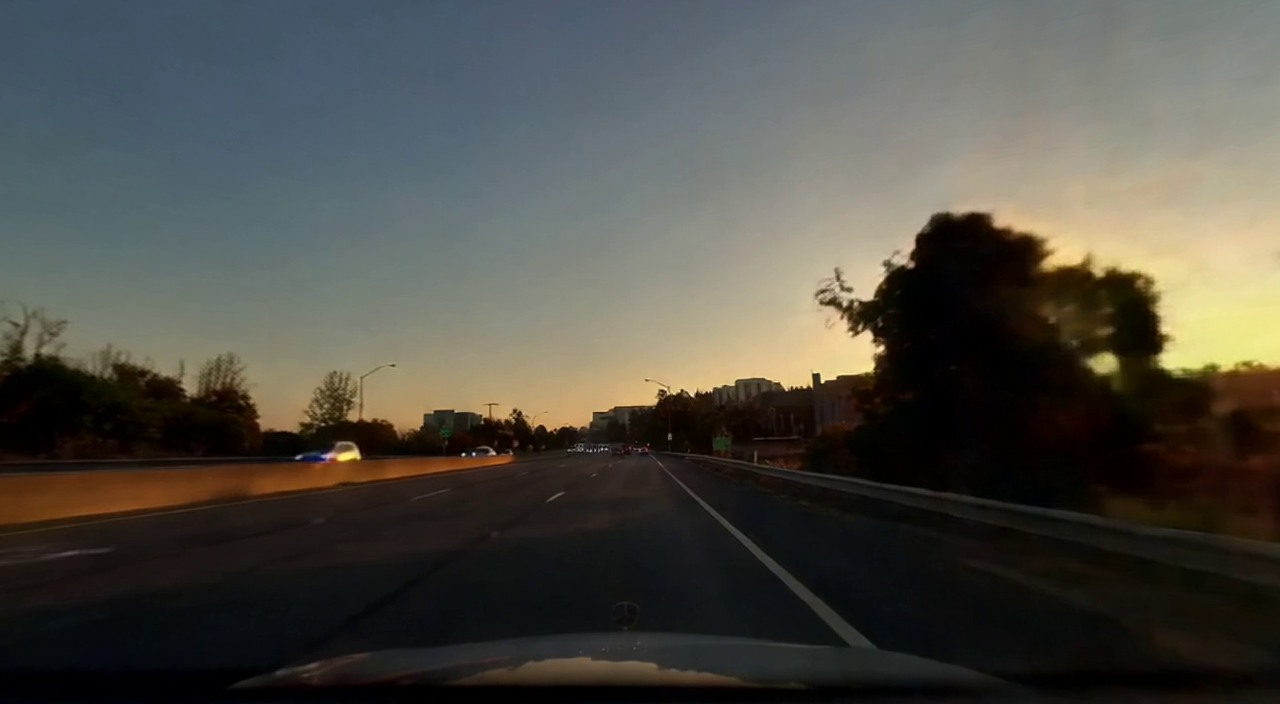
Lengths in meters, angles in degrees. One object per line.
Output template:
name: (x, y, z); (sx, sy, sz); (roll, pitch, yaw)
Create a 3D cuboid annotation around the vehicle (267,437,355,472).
vehicle: (-23.617, 7.382, 45.624); (2.507, 2.343, 6.755); (0, -9, 2)
